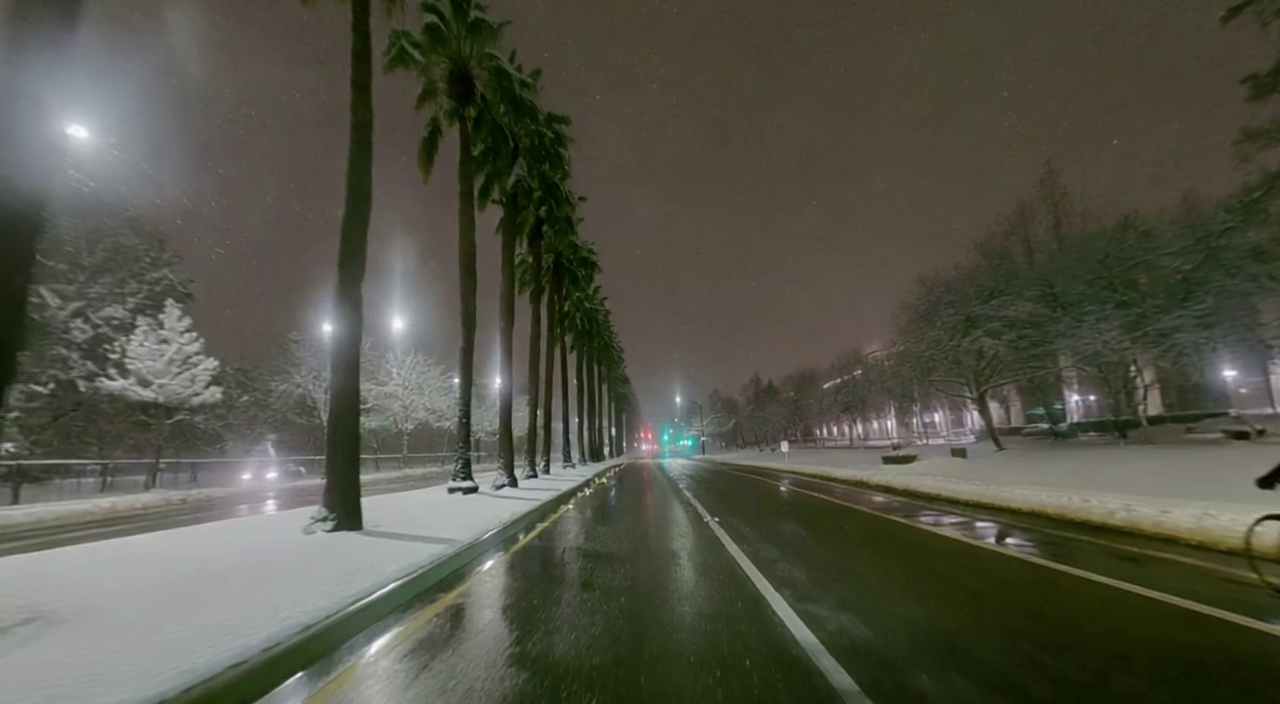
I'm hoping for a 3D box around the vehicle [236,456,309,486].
[{"bbox_3d":[-22.107,7.147,38.099,1.809,1.591,4.245,0,-8,0],"label":"vehicle"}]
